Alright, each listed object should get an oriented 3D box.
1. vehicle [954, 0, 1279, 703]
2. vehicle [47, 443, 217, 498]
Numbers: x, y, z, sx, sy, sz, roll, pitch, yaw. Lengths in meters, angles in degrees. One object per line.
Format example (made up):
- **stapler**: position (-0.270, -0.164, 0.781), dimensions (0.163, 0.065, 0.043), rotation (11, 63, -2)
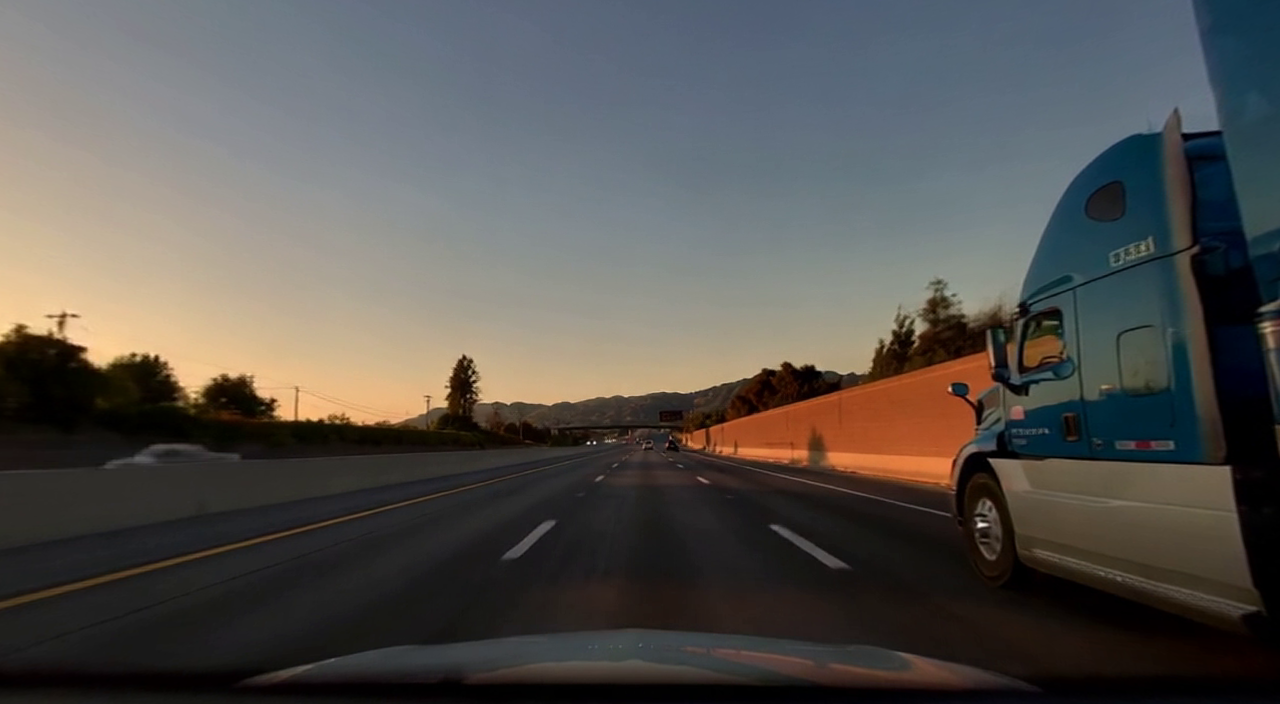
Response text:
- **vehicle**: position (4.095, -0.553, 0.477), dimensions (3.012, 3.768, 8.945), rotation (0, -8, 0)
- **vehicle**: position (-17.083, 3.967, 21.581), dimensions (2.023, 1.681, 4.449), rotation (0, -8, 1)
